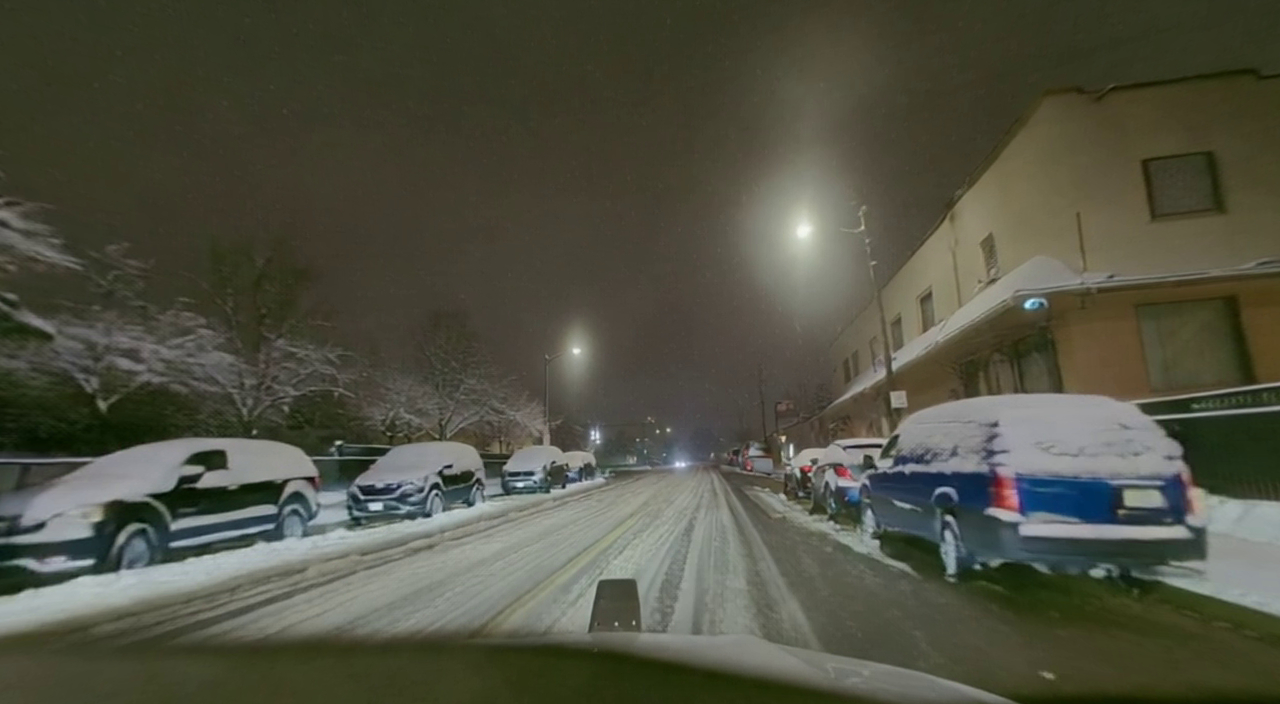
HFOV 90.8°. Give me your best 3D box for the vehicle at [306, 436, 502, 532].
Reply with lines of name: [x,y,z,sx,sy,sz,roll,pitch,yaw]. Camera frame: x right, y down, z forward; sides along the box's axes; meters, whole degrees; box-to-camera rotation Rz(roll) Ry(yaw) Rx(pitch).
vehicle: [-5.541,3.150,15.984,2.304,1.937,5.720,-1,-8,5]

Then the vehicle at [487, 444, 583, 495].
vehicle: [-4.308,4.930,27.094,2.504,1.919,5.658,-1,-8,7]

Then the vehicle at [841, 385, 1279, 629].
vehicle: [4.577,1.714,8.319,2.327,2.021,5.850,0,-8,4]

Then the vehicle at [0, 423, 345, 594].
vehicle: [-6.398,2.072,9.280,1.857,1.908,4.081,-1,-8,5]
